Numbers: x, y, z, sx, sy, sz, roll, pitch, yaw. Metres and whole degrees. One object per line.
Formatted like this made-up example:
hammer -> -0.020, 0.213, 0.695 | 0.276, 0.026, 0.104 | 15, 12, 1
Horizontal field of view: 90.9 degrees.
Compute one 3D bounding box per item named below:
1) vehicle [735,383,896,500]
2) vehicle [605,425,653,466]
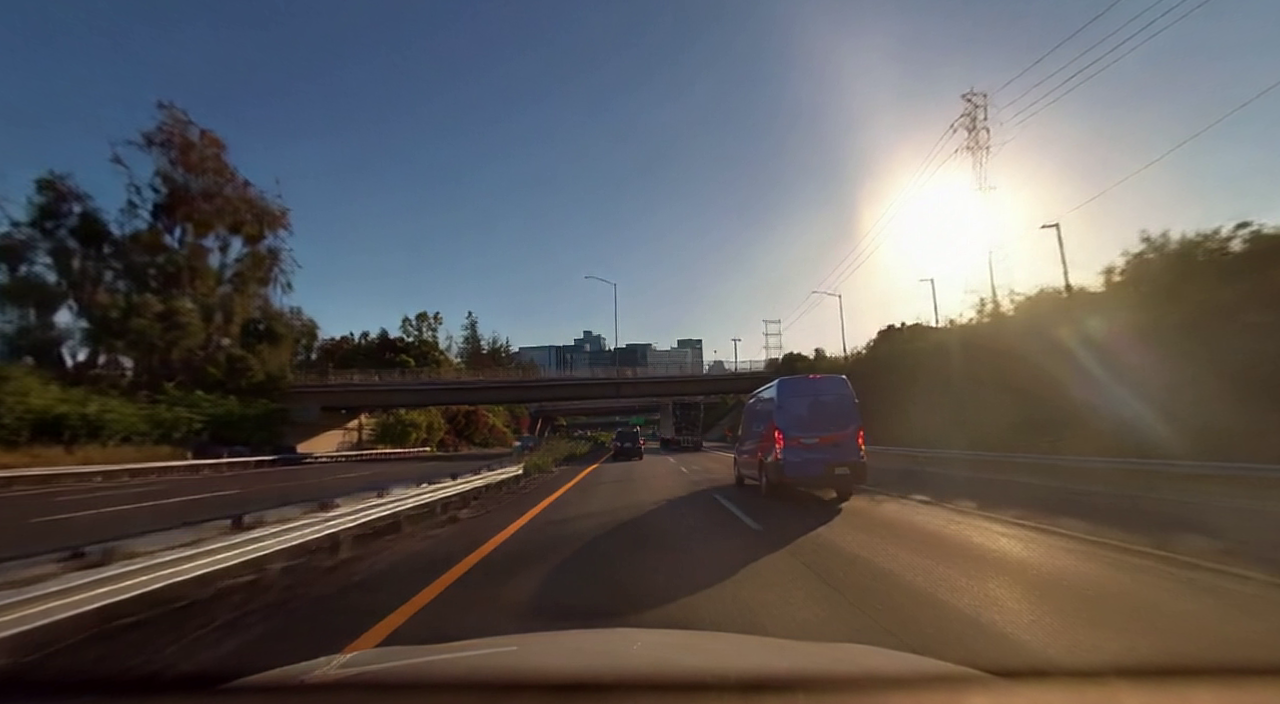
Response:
vehicle -> 4.193, 2.290, 16.309 | 2.387, 2.506, 5.374 | 0, -8, -3
vehicle -> -0.519, 4.350, 29.543 | 2.073, 1.750, 4.116 | 0, -8, -1
